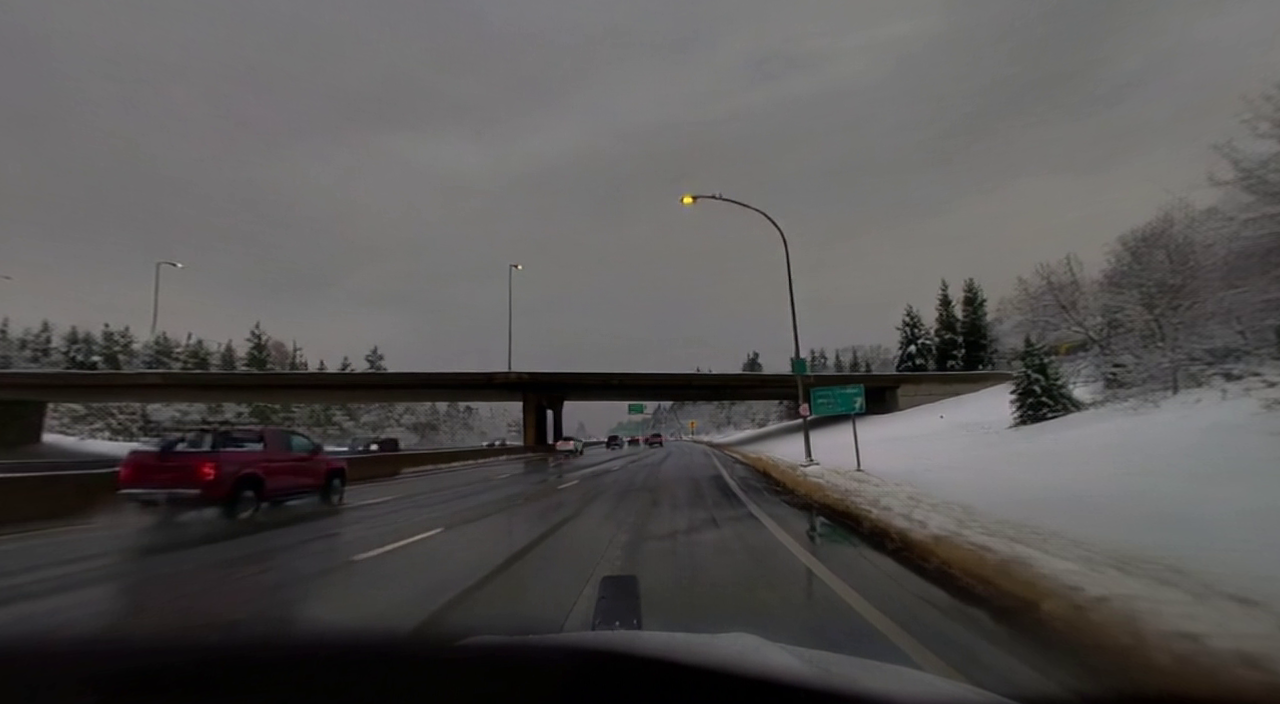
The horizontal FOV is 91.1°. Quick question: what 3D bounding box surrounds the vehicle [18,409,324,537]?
[{"bbox_3d":[-8.261,2.129,11.808,1.956,1.888,4.512,-1,-8,6],"label":"vehicle"}]
